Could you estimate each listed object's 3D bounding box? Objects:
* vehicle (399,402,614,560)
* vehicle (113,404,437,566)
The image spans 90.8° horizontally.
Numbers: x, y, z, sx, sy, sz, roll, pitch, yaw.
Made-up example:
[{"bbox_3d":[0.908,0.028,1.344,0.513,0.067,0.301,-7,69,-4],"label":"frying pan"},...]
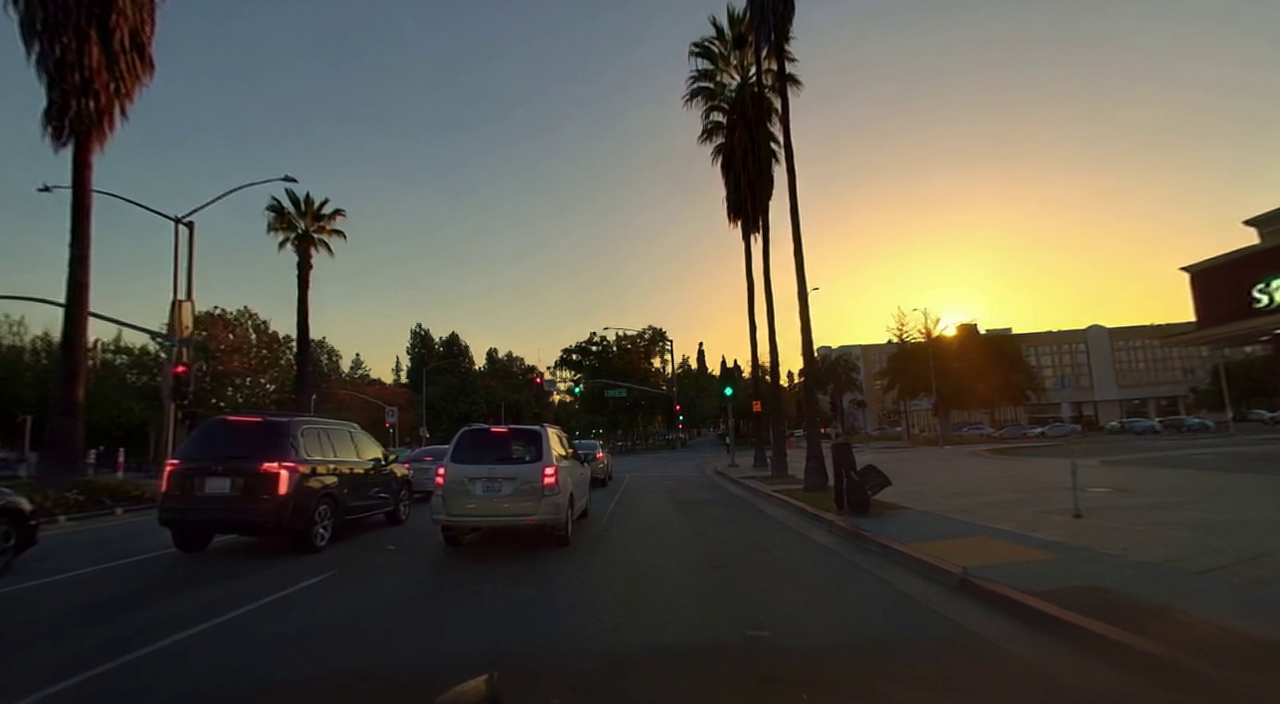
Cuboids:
[{"bbox_3d":[-1.590,1.783,9.336,2.153,1.759,4.320,0,-9,1],"label":"vehicle"},{"bbox_3d":[-5.023,1.903,9.792,2.025,1.862,4.804,0,-9,2],"label":"vehicle"}]
